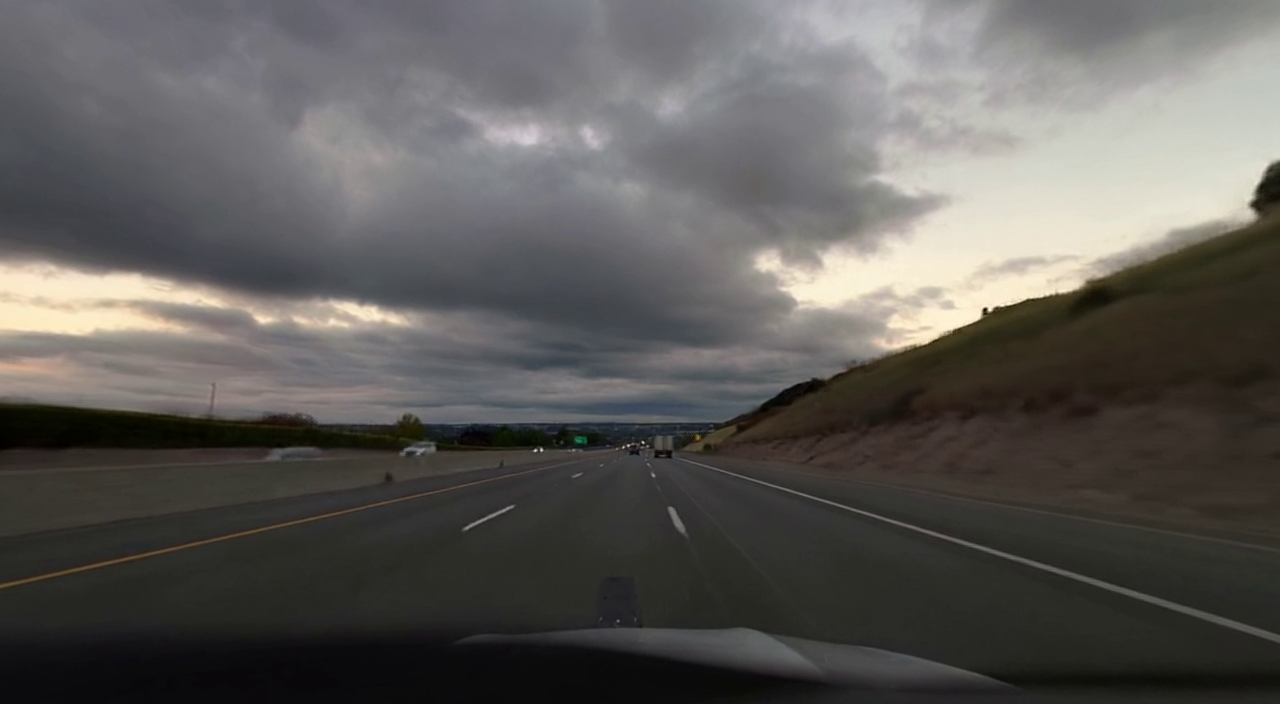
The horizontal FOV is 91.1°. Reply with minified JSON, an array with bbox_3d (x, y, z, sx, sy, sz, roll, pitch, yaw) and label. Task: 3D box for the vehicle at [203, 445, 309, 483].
[{"bbox_3d":[-17.093,4.972,28.293,1.900,1.524,4.532,-1,-9,0],"label":"vehicle"}]
